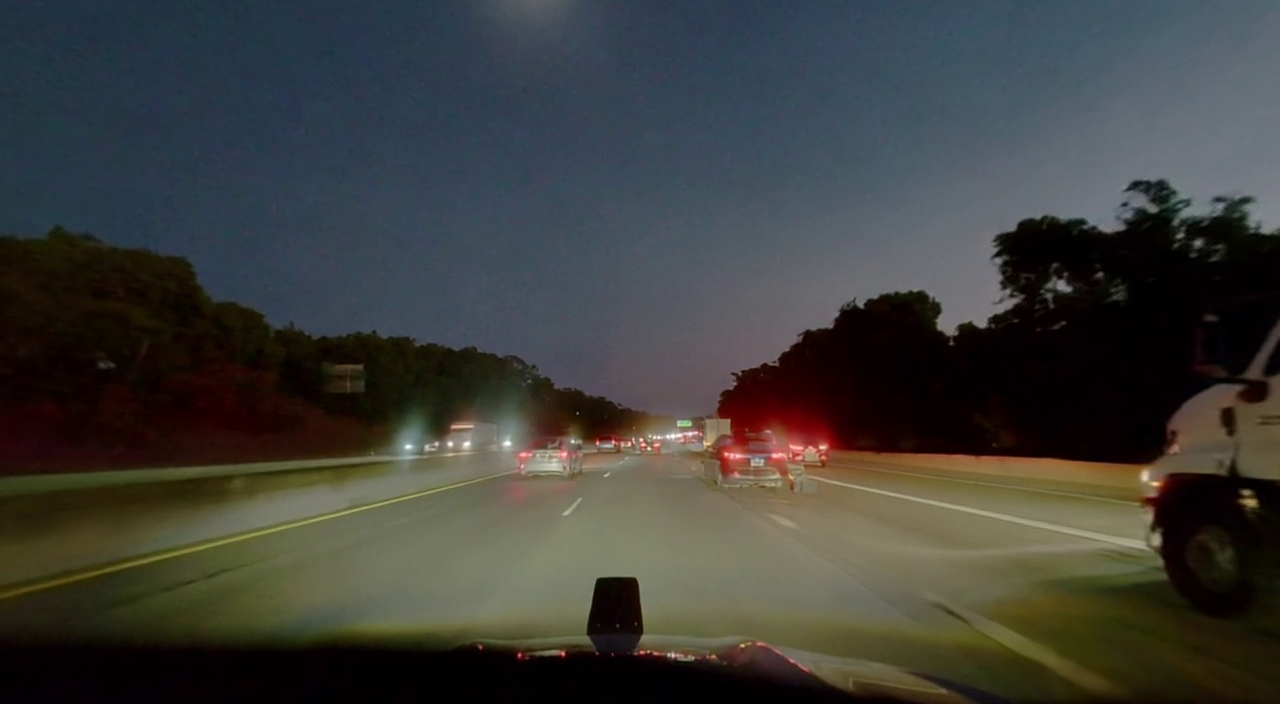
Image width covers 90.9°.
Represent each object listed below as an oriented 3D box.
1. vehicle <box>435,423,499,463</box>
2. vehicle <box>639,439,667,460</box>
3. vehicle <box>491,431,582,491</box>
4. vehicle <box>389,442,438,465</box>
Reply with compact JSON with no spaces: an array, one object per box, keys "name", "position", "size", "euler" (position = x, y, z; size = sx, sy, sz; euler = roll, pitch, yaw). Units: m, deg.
[{"name":"vehicle","position":[-11.370,6.044,42.082],"size":[2.357,2.442,6.242],"euler":[0,-8,2]},{"name":"vehicle","position":[0.941,7.119,46.426],"size":[2.004,1.465,3.842],"euler":[0,-8,0]},{"name":"vehicle","position":[-2.995,3.231,19.165],"size":[2.137,1.618,4.209],"euler":[0,-8,-1]},{"name":"vehicle","position":[-15.415,6.919,43.064],"size":[1.806,1.435,3.662],"euler":[0,-8,2]}]
